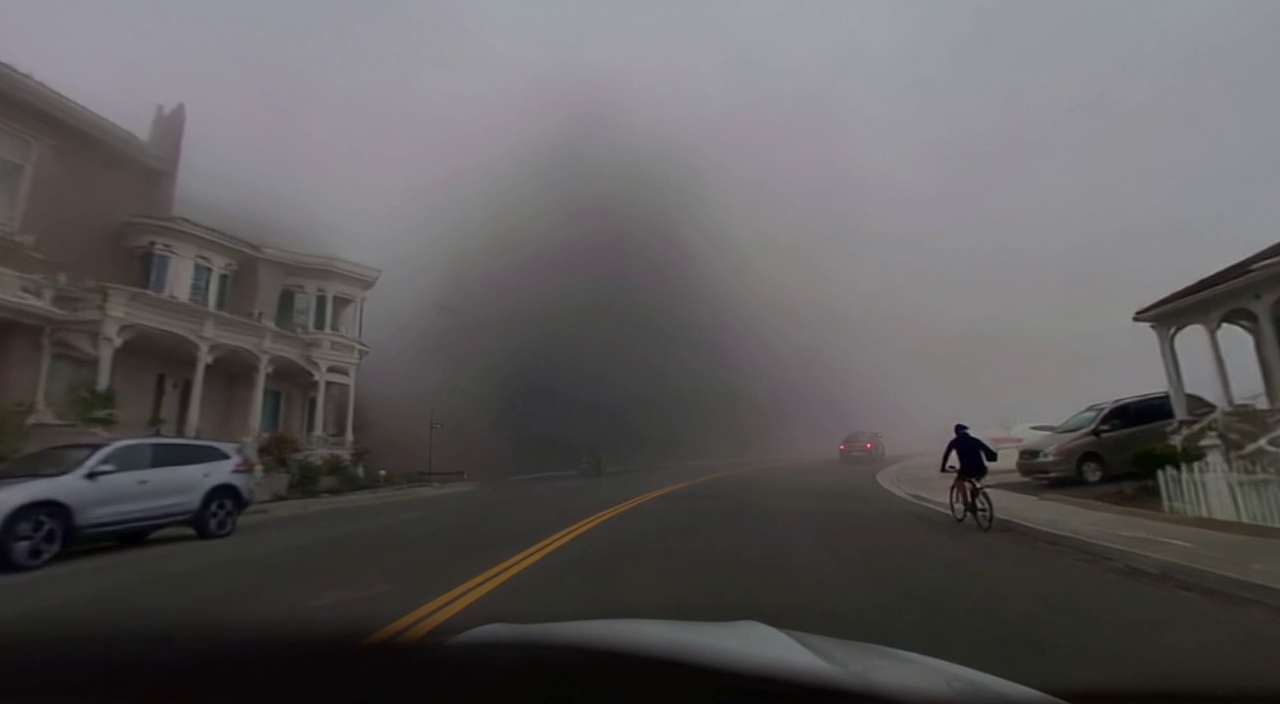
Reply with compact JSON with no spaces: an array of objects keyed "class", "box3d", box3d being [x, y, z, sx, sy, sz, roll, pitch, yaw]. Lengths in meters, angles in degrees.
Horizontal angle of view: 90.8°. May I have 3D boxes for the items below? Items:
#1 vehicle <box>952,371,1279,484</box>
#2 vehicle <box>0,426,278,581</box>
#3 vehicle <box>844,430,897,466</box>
[{"class":"vehicle","box3d":[11.372,1.890,15.397,6.099,1.973,2.450,-7,-9,9]},{"class":"vehicle","box3d":[-7.630,1.962,8.960,1.937,1.670,4.391,-1,-9,8]},{"class":"vehicle","box3d":[11.951,4.965,32.615,2.105,1.705,4.392,-4,-9,25]}]
